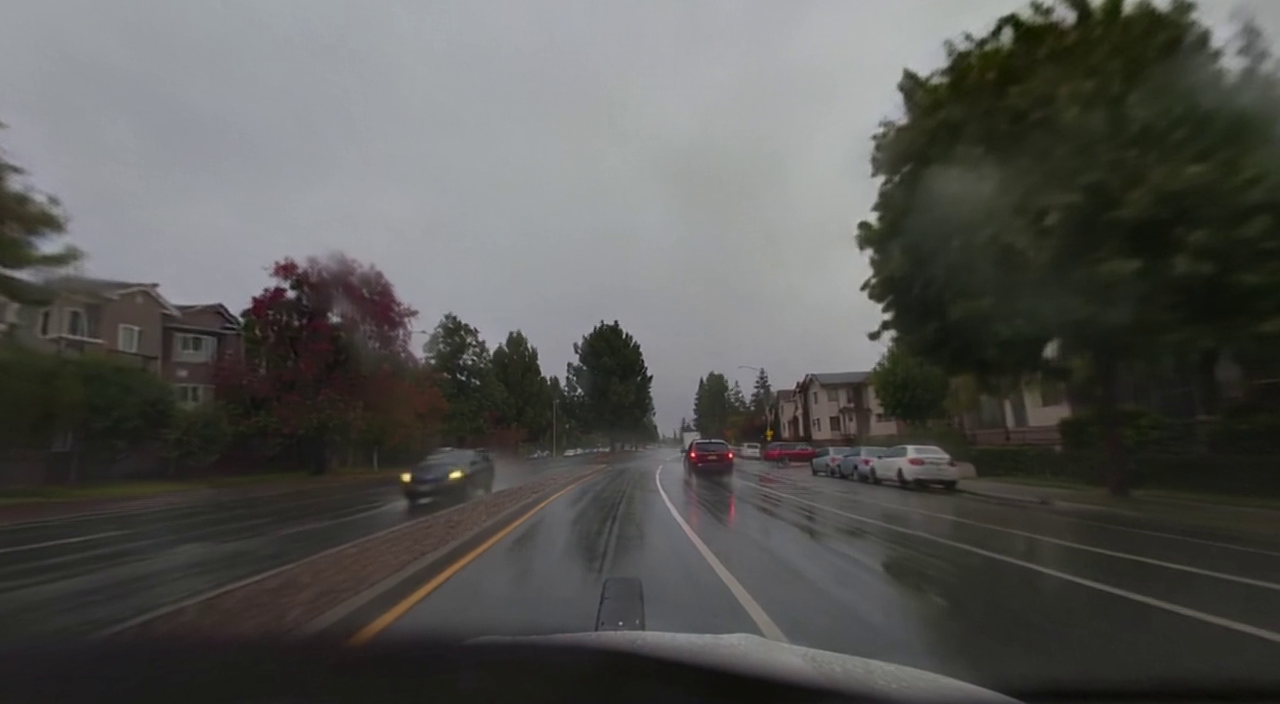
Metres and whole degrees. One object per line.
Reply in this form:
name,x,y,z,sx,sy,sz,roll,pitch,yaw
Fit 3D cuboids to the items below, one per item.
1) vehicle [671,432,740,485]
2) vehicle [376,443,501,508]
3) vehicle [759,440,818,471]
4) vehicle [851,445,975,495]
vehicle,2.358,3.982,23.911,2.085,1.763,4.490,0,-8,-1
vehicle,-5.215,3.218,17.025,1.958,1.501,4.294,0,-8,0
vehicle,9.140,6.255,38.560,2.187,1.752,4.300,-5,-10,31
vehicle,8.963,3.877,21.301,1.996,1.474,4.771,0,-8,-1
